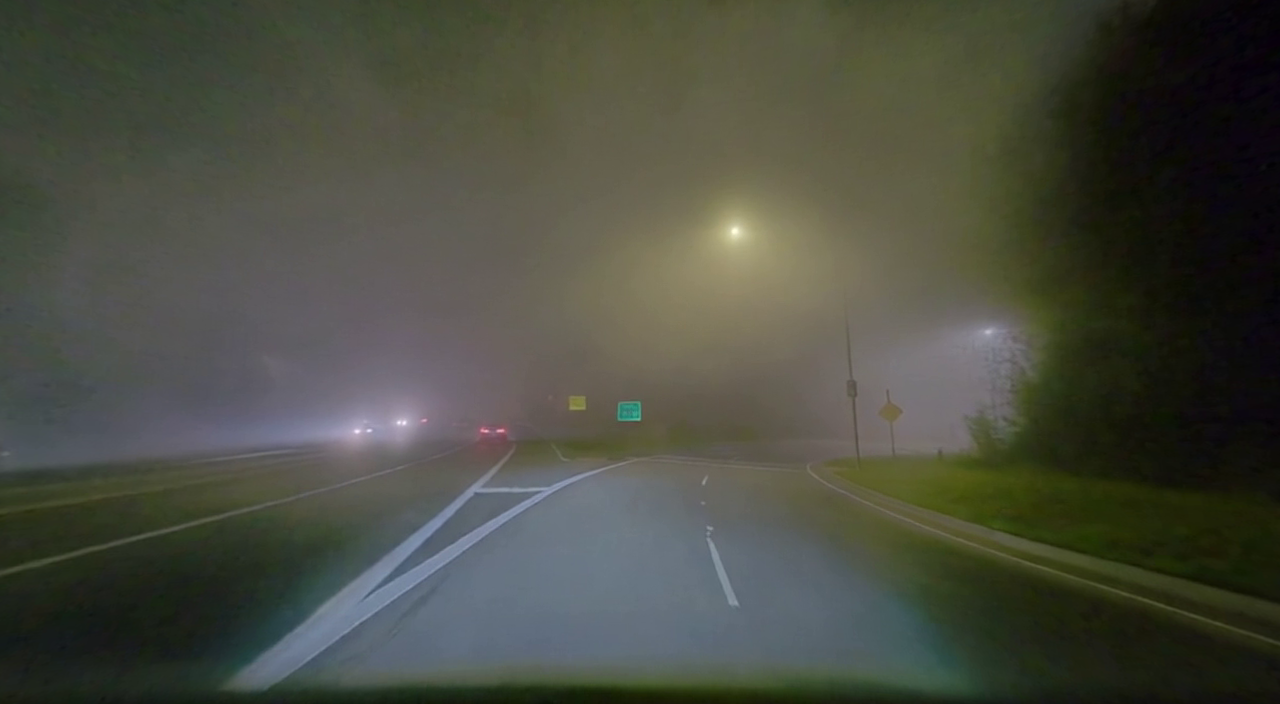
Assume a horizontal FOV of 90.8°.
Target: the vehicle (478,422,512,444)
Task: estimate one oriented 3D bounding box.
[{"bbox_3d":[-10.457,5.927,45.867,2.108,1.472,4.099,2,-8,-9],"label":"vehicle"}]
